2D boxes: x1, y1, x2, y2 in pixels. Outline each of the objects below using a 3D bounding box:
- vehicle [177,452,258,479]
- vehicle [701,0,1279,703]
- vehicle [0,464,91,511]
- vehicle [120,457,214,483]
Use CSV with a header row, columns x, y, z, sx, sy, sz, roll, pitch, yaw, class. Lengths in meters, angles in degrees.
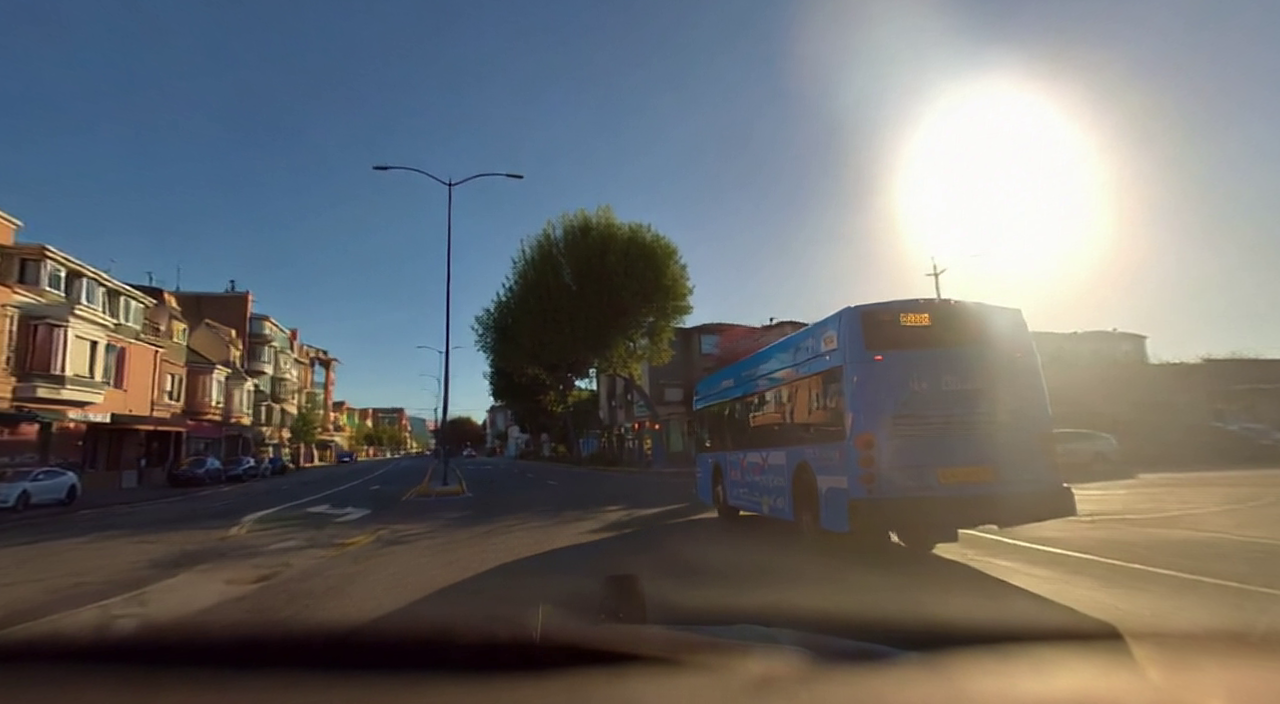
x,y,z,sx,sy,sz,roll,pitch,yaw,class
-30.469,8.160,45.689,4.392,1.800,1.902,2,-8,-13,vehicle
2.763,0.225,3.803,3.194,3.345,12.428,0,-8,-2,vehicle
-23.017,4.902,22.890,4.384,1.500,1.864,5,-10,-32,vehicle
-30.243,7.532,40.612,4.592,1.474,1.880,5,-9,-31,vehicle
